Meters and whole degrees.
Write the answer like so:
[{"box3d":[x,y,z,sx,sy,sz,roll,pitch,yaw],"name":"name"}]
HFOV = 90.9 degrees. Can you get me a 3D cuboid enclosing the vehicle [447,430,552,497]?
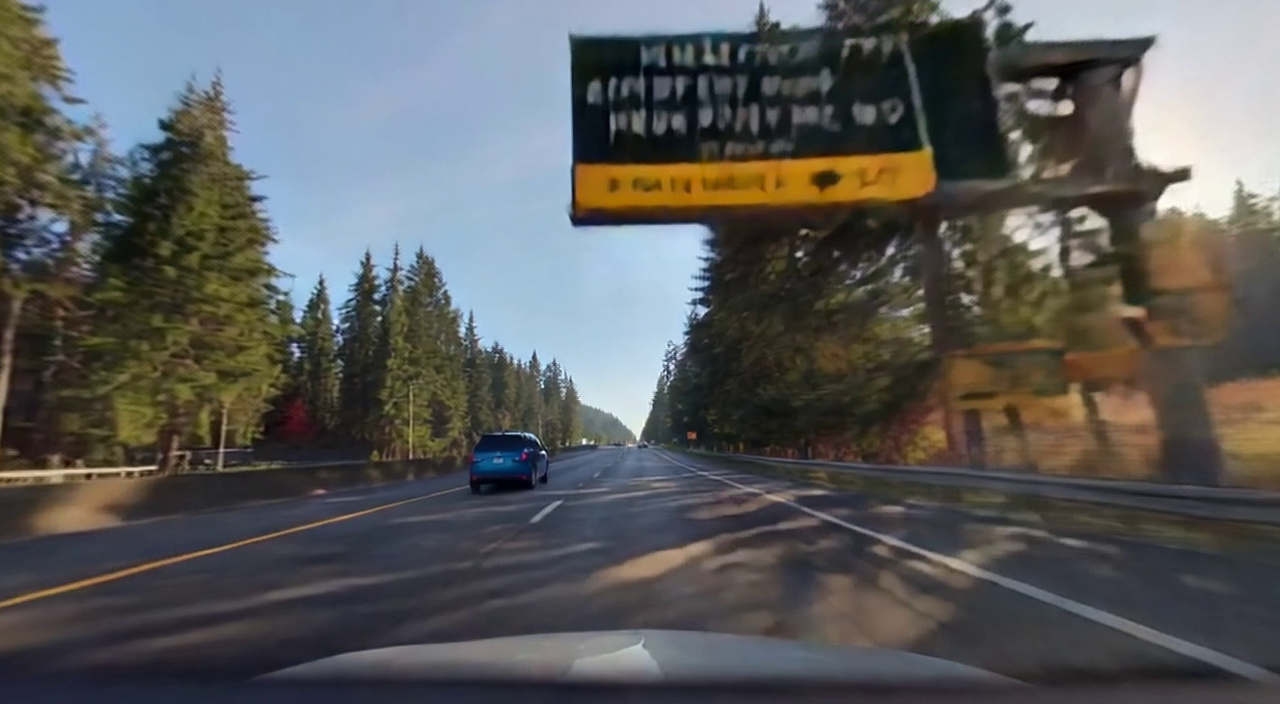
[{"box3d":[-4.026,3.277,18.932,2.084,1.752,4.479,0,-8,0],"name":"vehicle"}]
